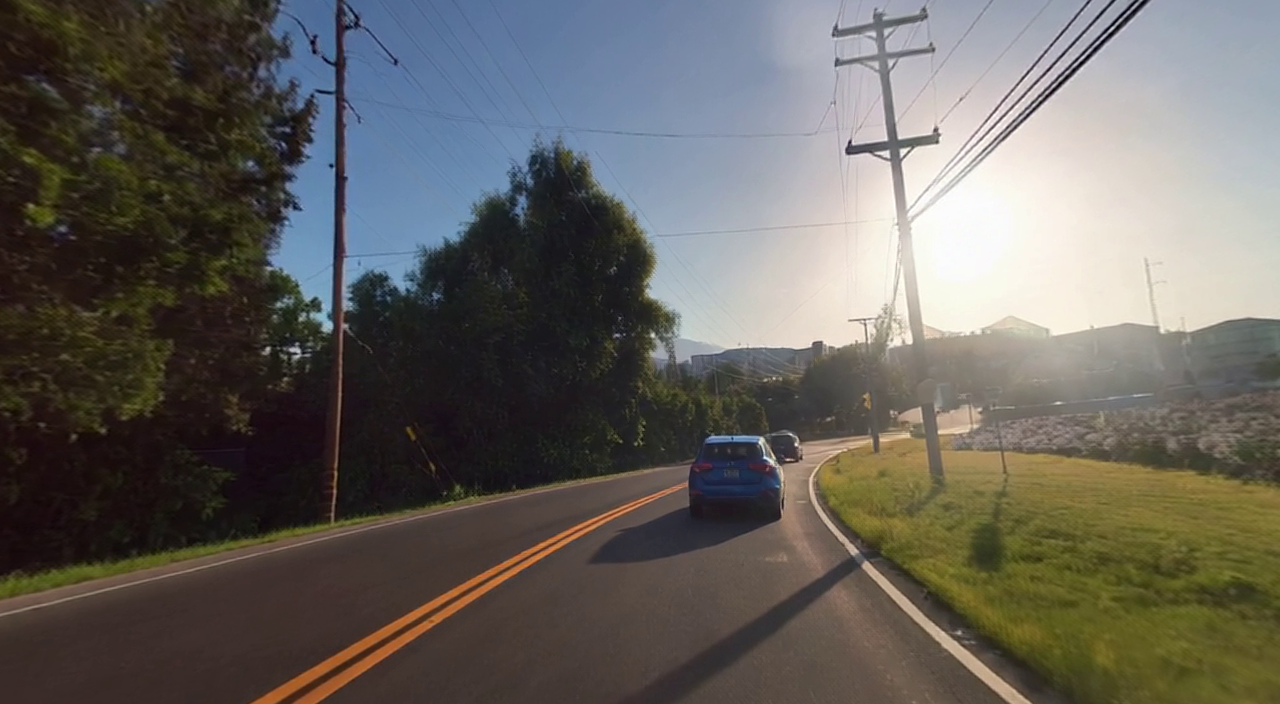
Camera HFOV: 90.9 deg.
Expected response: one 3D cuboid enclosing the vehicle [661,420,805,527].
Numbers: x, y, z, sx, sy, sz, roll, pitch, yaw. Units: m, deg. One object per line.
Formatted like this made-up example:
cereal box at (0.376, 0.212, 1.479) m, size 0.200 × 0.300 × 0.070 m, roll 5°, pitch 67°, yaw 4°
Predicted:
vehicle at (1.807, 2.150, 11.715) m, size 2.157 × 1.565 × 4.243 m, roll -2°, pitch -9°, yaw 11°
